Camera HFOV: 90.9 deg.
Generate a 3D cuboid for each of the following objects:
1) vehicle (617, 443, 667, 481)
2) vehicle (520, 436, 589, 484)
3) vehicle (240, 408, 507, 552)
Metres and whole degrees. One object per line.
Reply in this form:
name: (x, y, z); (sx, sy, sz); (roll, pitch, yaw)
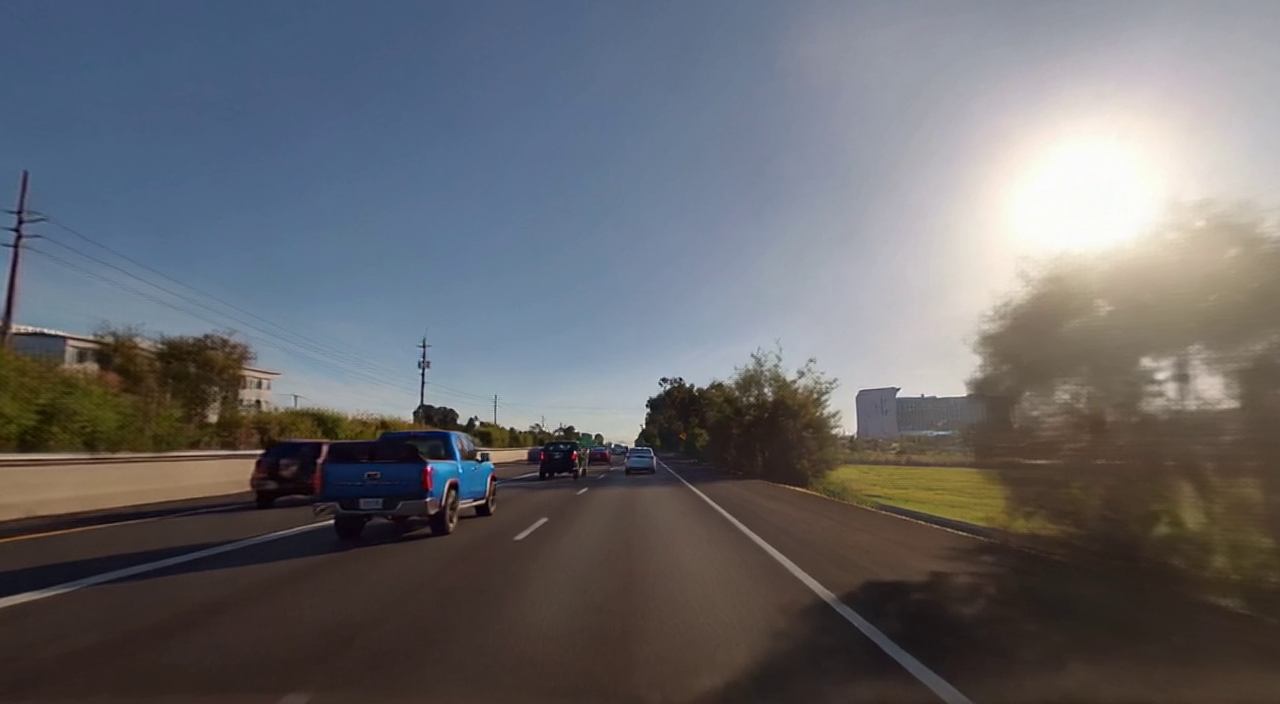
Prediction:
vehicle: (0.062, 4.737, 27.465); (2.047, 1.473, 3.978); (0, -8, 0)
vehicle: (-3.454, 4.438, 26.279); (2.133, 1.789, 4.518); (-1, -8, 1)
vehicle: (-4.035, 2.062, 10.917); (2.198, 1.848, 5.346); (0, -8, 1)
